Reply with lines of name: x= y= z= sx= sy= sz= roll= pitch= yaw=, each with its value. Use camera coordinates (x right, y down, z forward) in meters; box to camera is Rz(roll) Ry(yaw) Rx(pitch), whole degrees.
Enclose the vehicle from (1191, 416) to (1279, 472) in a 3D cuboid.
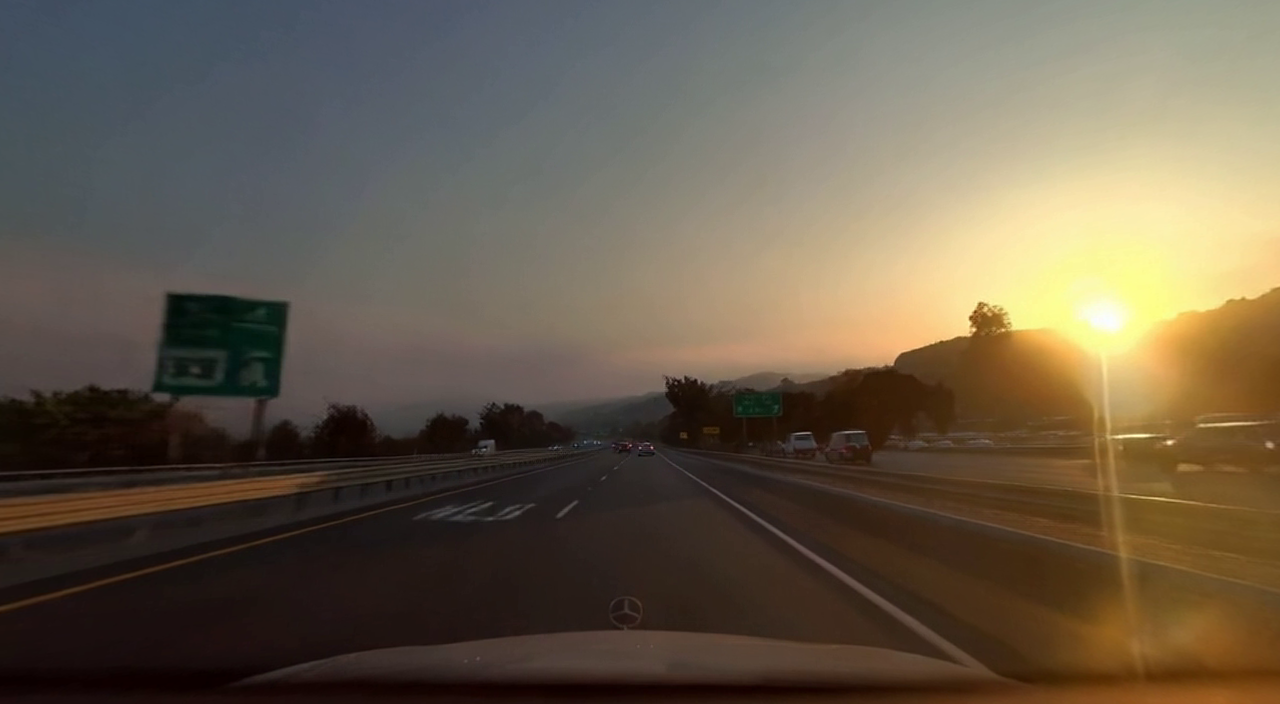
vehicle: x=44.164 y=6.482 z=44.817 sx=6.064 sy=3.689 sz=3.868 roll=-2 pitch=-8 yaw=2
